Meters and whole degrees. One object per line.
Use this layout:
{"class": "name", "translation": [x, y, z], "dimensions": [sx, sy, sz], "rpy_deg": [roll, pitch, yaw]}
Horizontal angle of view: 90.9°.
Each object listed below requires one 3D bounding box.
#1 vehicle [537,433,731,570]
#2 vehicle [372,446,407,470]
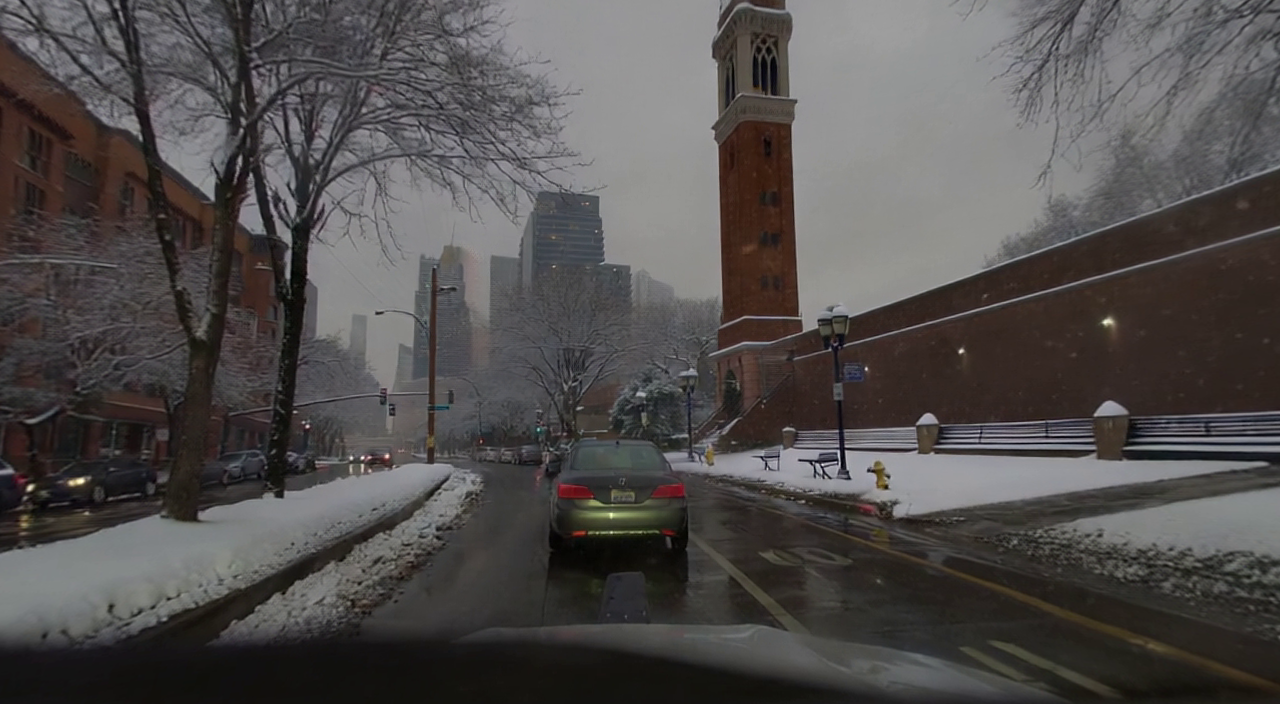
{"class": "vehicle", "translation": [-0.251, 1.939, 9.017], "dimensions": [2.142, 1.475, 4.051], "rpy_deg": [1, -8, -6]}
{"class": "vehicle", "translation": [-19.151, 8.100, 48.295], "dimensions": [2.179, 1.698, 4.549], "rpy_deg": [3, -9, -19]}
